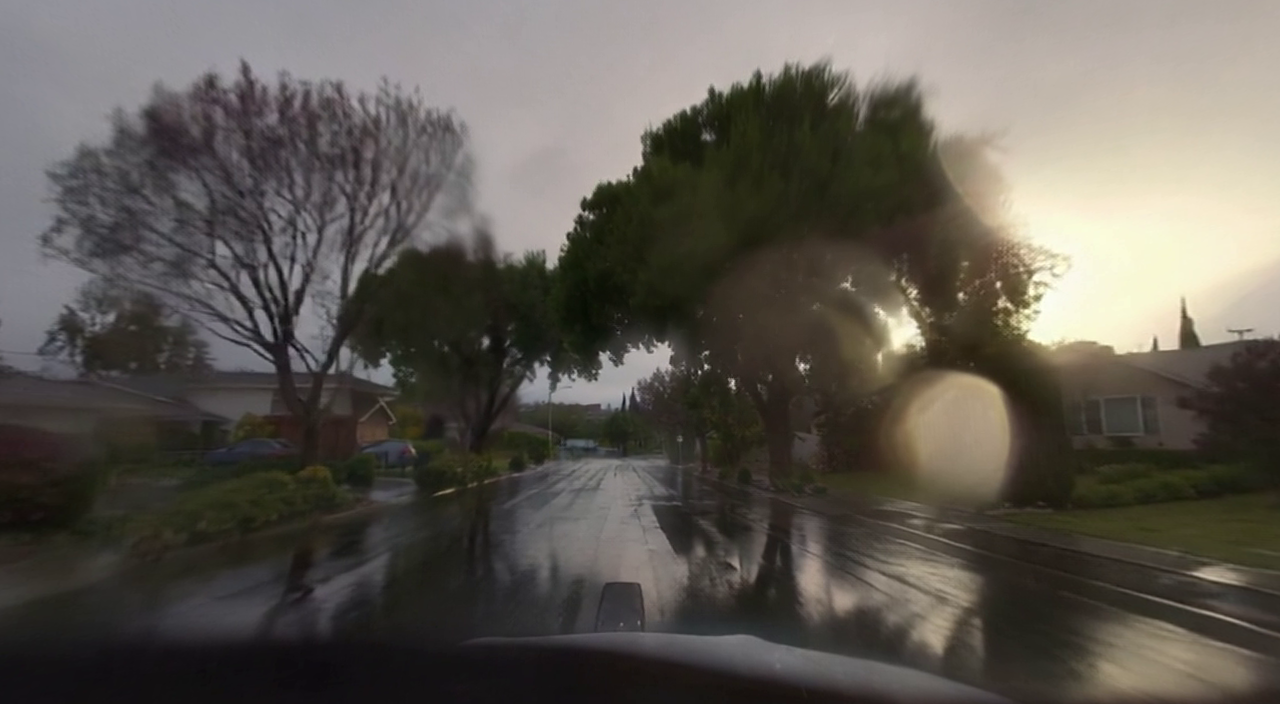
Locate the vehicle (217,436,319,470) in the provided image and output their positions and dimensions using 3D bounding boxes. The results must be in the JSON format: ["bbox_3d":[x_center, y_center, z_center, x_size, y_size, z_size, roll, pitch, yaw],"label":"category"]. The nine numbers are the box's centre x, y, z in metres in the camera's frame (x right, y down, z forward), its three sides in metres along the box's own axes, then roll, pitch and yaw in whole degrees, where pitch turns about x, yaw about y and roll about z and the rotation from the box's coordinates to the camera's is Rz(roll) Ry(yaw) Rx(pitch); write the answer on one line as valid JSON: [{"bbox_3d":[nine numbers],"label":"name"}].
[{"bbox_3d":[-20.816,5.678,35.515,4.359,1.789,2.123,0,-10,-2],"label":"vehicle"}]

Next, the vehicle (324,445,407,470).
[{"bbox_3d":[-17.357,6.711,40.117,4.307,1.508,2.072,0,-10,-1],"label":"vehicle"}]
